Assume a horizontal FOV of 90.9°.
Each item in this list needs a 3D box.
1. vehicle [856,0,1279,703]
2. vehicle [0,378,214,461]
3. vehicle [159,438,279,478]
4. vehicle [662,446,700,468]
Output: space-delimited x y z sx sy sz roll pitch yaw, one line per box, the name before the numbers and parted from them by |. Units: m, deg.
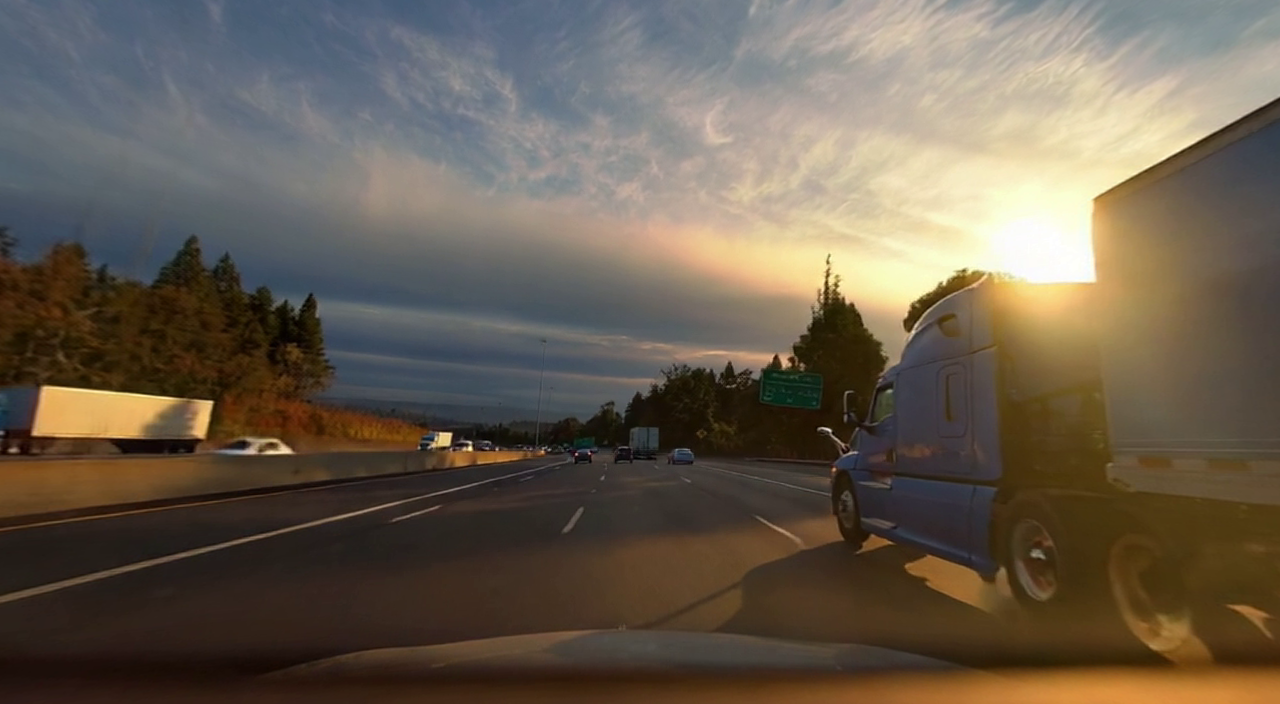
vehicle | 4.083 -0.578 0.174 2.847 4.075 14.244 0 -9 -1
vehicle | -33.329 4.382 38.578 3.123 4.095 15.376 3 -9 3
vehicle | -16.522 4.186 25.011 1.869 1.442 4.226 0 -9 -1
vehicle | 3.039 7.927 47.632 2.246 1.583 4.813 0 -9 -3
